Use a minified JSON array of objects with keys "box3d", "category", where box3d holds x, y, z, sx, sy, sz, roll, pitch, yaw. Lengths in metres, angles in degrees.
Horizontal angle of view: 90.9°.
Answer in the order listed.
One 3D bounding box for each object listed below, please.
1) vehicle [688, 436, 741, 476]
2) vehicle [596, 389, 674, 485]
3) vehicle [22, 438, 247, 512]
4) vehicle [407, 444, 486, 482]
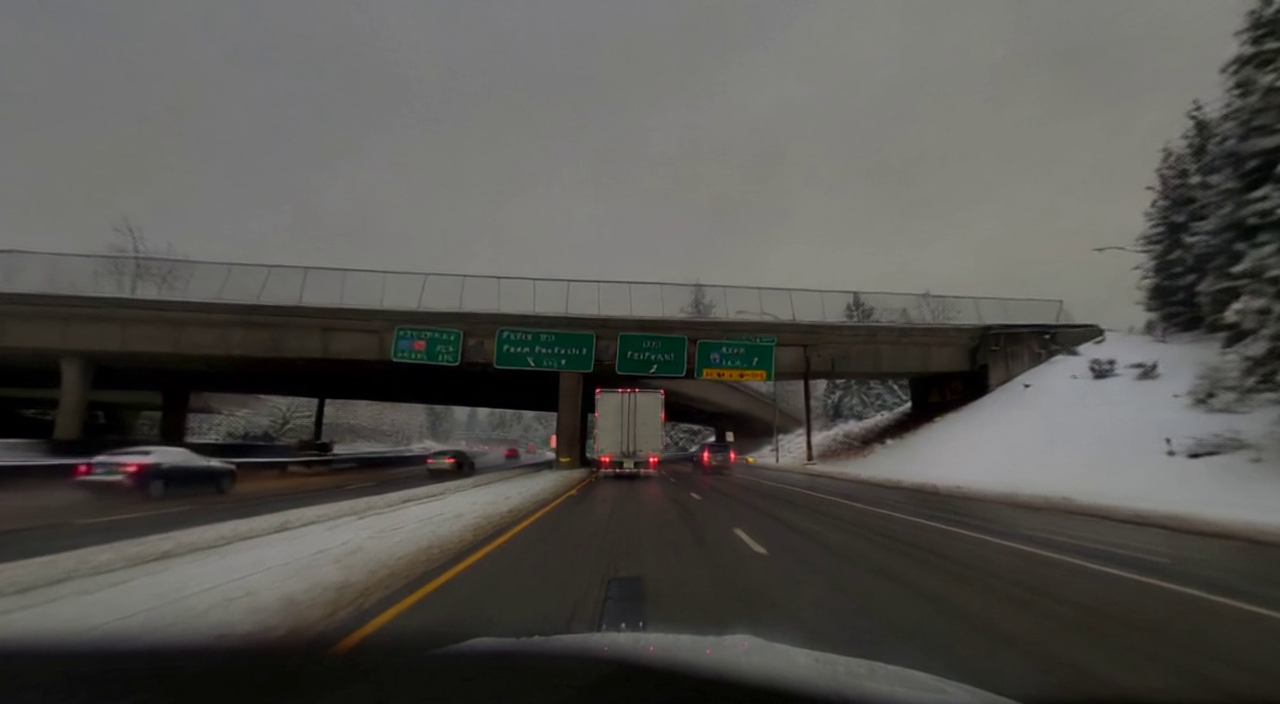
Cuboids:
[{"box3d":[3.963,5.660,34.509,2.174,1.968,5.016,0,-9,-1],"category":"vehicle"},{"box3d":[-0.279,4.024,29.225,2.916,3.584,10.841,0,-9,-1],"category":"vehicle"},{"box3d":[-11.840,2.889,15.267,1.906,1.510,4.303,0,-9,-1],"category":"vehicle"},{"box3d":[-8.414,4.853,27.938,2.057,1.506,4.829,0,-9,-2],"category":"vehicle"}]
